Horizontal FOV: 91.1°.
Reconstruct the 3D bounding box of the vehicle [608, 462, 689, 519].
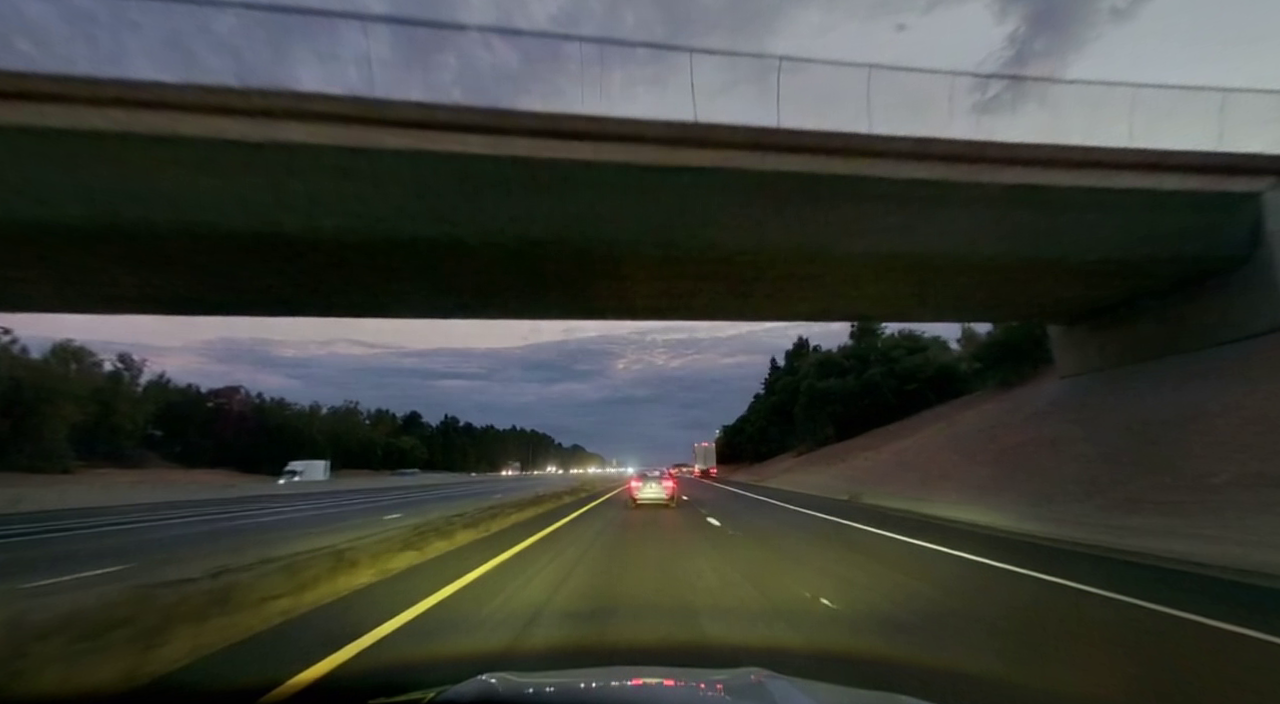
[{"bbox_3d":[0.237,4.049,18.673,2.156,1.444,3.762,1,-11,0],"label":"vehicle"}]
